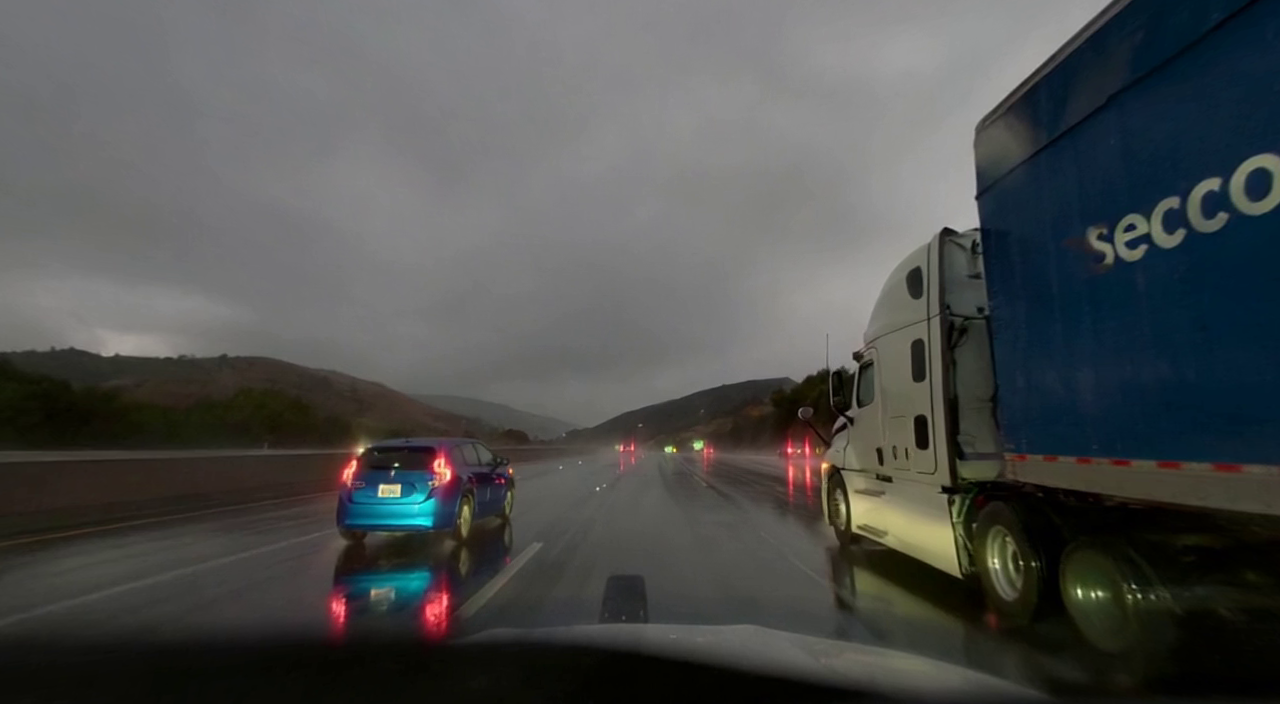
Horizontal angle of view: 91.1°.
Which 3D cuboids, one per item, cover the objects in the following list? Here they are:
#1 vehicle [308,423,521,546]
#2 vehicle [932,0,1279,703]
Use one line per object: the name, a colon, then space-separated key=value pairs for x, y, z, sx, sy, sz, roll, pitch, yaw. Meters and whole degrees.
vehicle: x=-3.391 y=2.066 z=10.395 sx=1.967 sy=1.615 sz=3.886 roll=0 pitch=-8 yaw=2
vehicle: x=3.990 y=-0.276 z=1.067 sx=2.760 sy=3.903 sz=9.022 roll=0 pitch=-8 yaw=1
